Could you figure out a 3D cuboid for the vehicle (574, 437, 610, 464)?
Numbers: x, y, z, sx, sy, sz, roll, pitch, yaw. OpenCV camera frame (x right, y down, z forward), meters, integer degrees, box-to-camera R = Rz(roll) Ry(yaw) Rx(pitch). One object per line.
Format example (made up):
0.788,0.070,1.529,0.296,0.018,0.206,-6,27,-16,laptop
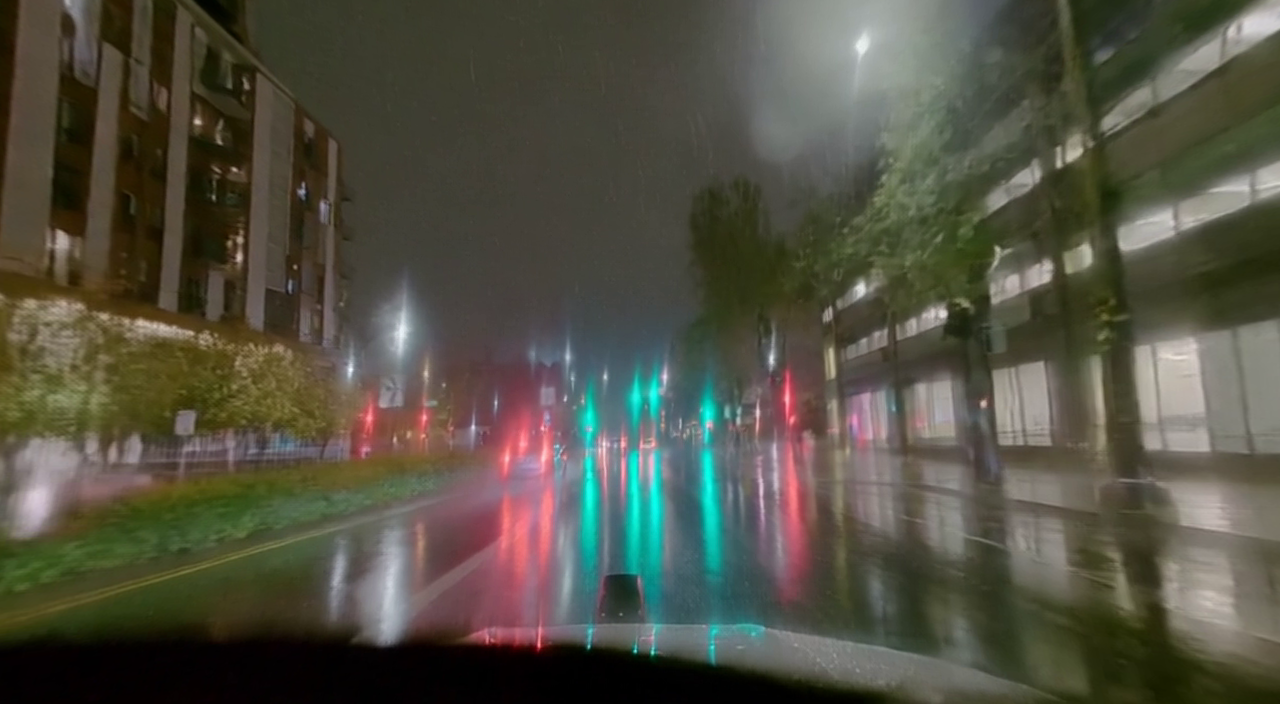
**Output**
-3.324,6.981,45.016,2.152,1.802,4.628,0,-8,1,vehicle

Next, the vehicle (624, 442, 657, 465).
0.030,6.657,41.604,2.095,1.438,3.843,0,-8,0,vehicle

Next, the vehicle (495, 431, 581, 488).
-3.306,3.594,21.449,2.116,1.725,4.315,0,-8,1,vehicle
